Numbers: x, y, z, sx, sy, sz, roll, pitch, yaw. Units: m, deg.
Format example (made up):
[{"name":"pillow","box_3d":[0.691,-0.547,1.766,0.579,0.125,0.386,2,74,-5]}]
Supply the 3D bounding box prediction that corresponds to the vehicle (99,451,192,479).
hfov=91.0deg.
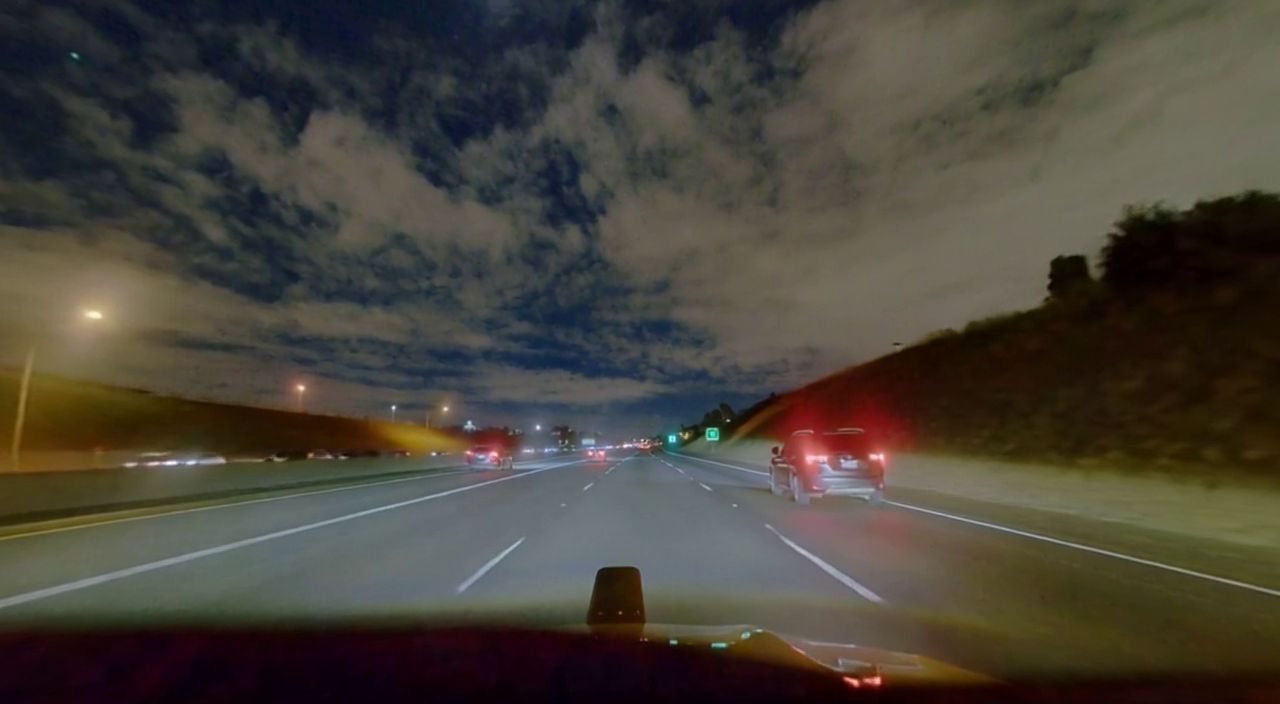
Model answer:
[{"name":"vehicle","box_3d":[-29.818,6.816,38.184,1.949,1.561,4.541,0,-9,0]}]

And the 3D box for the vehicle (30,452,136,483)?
[{"name":"vehicle","box_3d":[-33.444,6.908,38.030,2.034,1.706,4.813,0,-9,0]}]

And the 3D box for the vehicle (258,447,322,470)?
[{"name":"vehicle","box_3d":[-25.741,7.853,46.528,1.993,1.614,4.606,0,-9,1]}]

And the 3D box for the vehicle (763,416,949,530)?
[{"name":"vehicle","box_3d":[3.728,2.176,11.844,1.990,1.735,4.276,0,-9,0]}]

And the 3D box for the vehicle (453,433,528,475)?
[{"name":"vehicle","box_3d":[-7.422,5.162,32.036,2.341,1.959,5.684,0,-9,1]}]
